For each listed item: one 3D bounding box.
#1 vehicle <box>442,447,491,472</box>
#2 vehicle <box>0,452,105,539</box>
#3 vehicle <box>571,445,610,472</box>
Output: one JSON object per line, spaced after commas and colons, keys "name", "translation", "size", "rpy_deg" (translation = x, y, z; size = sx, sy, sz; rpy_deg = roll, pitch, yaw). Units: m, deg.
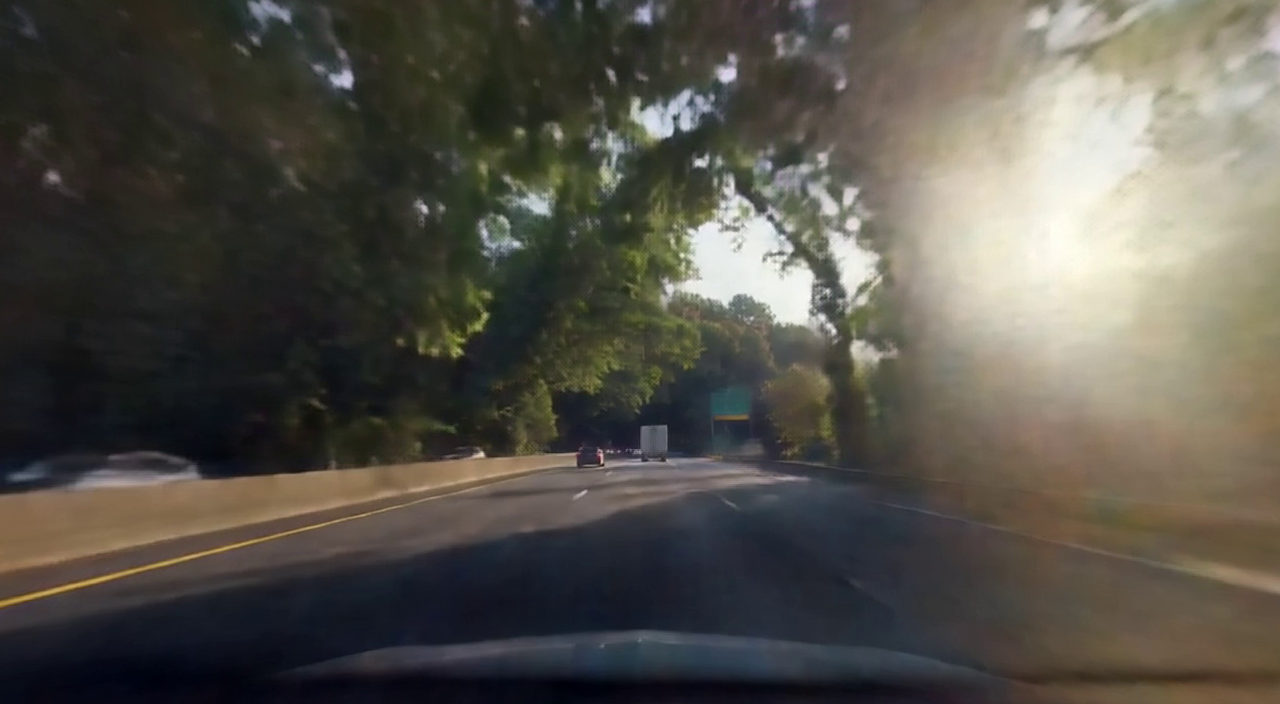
{"name": "vehicle", "translation": [-11.480, 7.144, 42.035], "size": [1.961, 1.550, 4.218], "rpy_deg": [0, -9, 1]}
{"name": "vehicle", "translation": [-12.031, 2.442, 10.650], "size": [1.841, 1.487, 4.687], "rpy_deg": [0, -9, 1]}
{"name": "vehicle", "translation": [-3.114, 6.851, 40.706], "size": [2.057, 1.618, 4.212], "rpy_deg": [0, -9, 1]}
